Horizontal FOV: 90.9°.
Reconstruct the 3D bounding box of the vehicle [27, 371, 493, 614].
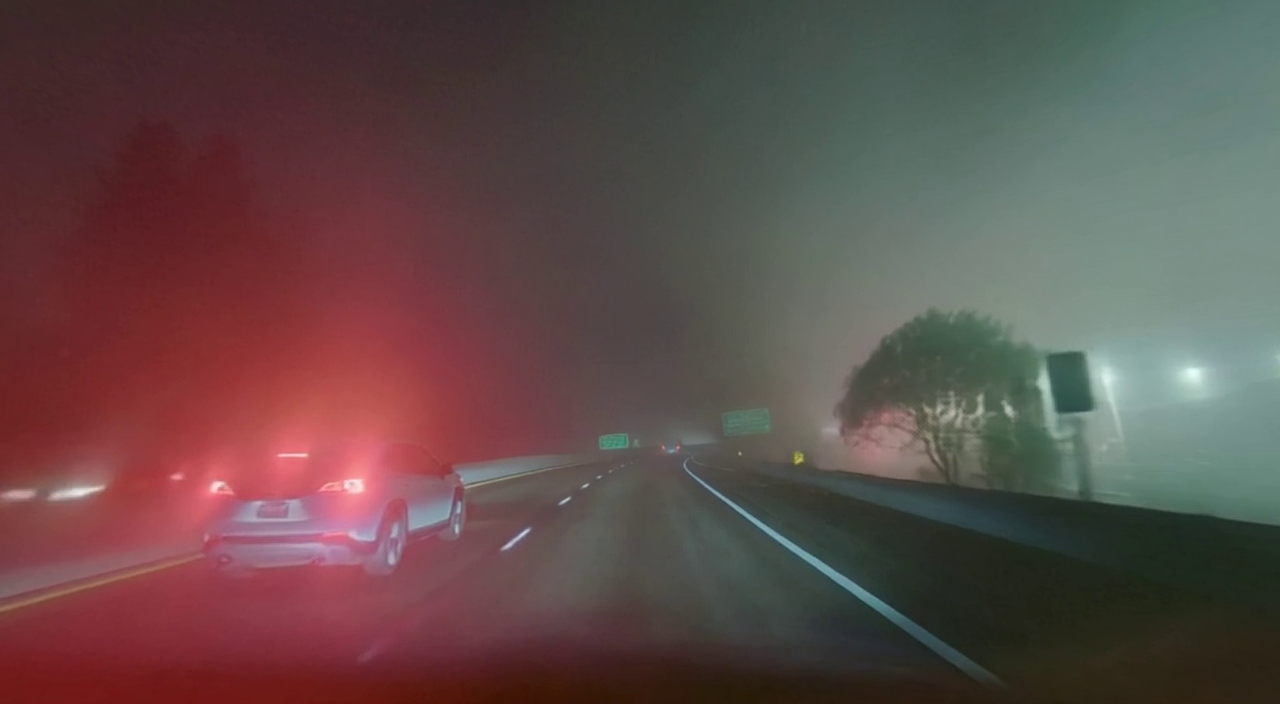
[{"bbox_3d":[-3.613,1.516,7.842,2.143,1.851,5.817,-1,-9,0],"label":"vehicle"}]
